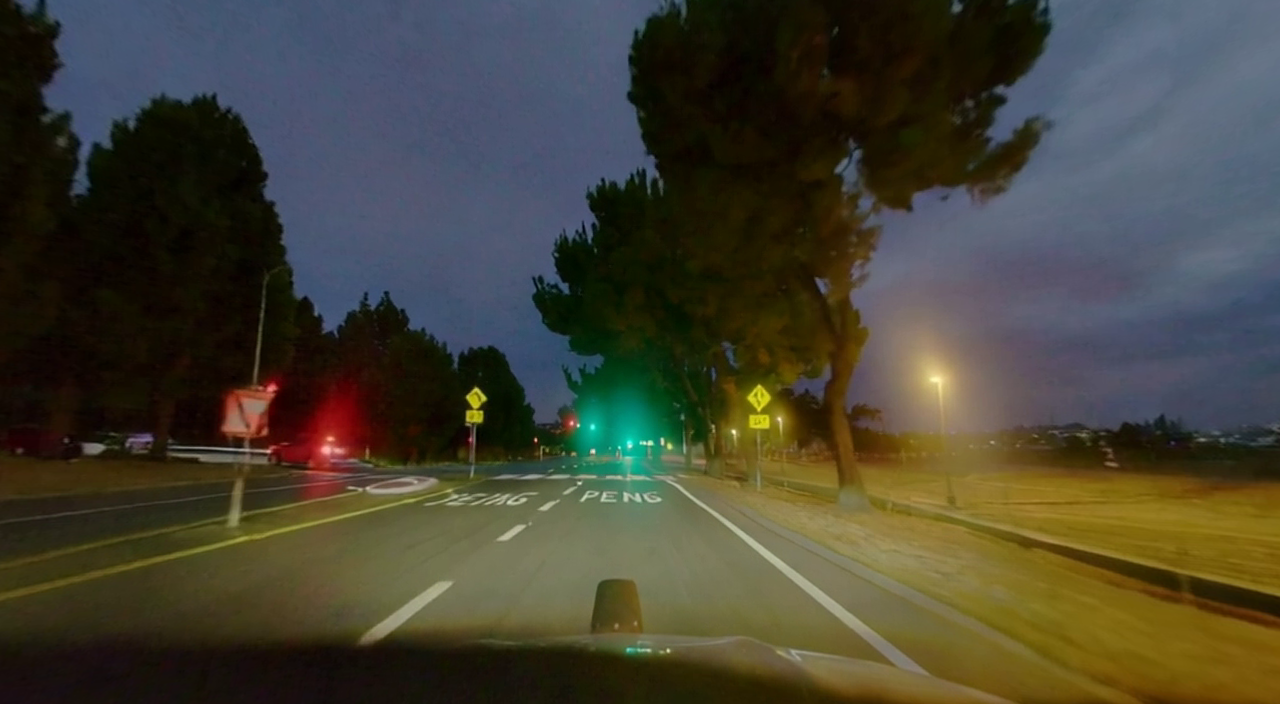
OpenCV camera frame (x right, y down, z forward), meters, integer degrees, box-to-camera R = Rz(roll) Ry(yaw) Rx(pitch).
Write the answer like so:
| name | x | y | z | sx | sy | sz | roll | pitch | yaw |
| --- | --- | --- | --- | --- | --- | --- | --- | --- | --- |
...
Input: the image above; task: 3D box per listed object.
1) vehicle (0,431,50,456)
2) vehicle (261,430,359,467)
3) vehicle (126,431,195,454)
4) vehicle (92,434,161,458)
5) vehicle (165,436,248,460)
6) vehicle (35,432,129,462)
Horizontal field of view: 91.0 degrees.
| name | x | y | z | sx | sy | sz | roll | pitch | yaw |
| --- | --- | --- | --- | --- | --- | --- | --- | --- | --- |
| vehicle | -41.344 | 6.028 | 41.418 | 1.705 | 1.596 | 3.596 | 0 | -8 | -5 |
| vehicle | -18.381 | 5.406 | 35.332 | 4.529 | 1.976 | 2.002 | 3 | -9 | -19 |
| vehicle | -31.269 | 5.927 | 41.147 | 1.561 | 1.438 | 3.699 | 0 | -8 | 1 |
| vehicle | -33.814 | 6.224 | 41.534 | 1.601 | 1.494 | 3.449 | 0 | -8 | 0 |
| vehicle | -28.335 | 6.312 | 41.320 | 1.823 | 1.463 | 4.771 | 0 | -8 | 4 |
| vehicle | -36.422 | 6.200 | 41.272 | 1.951 | 1.843 | 4.498 | 0 | -8 | 0 |
